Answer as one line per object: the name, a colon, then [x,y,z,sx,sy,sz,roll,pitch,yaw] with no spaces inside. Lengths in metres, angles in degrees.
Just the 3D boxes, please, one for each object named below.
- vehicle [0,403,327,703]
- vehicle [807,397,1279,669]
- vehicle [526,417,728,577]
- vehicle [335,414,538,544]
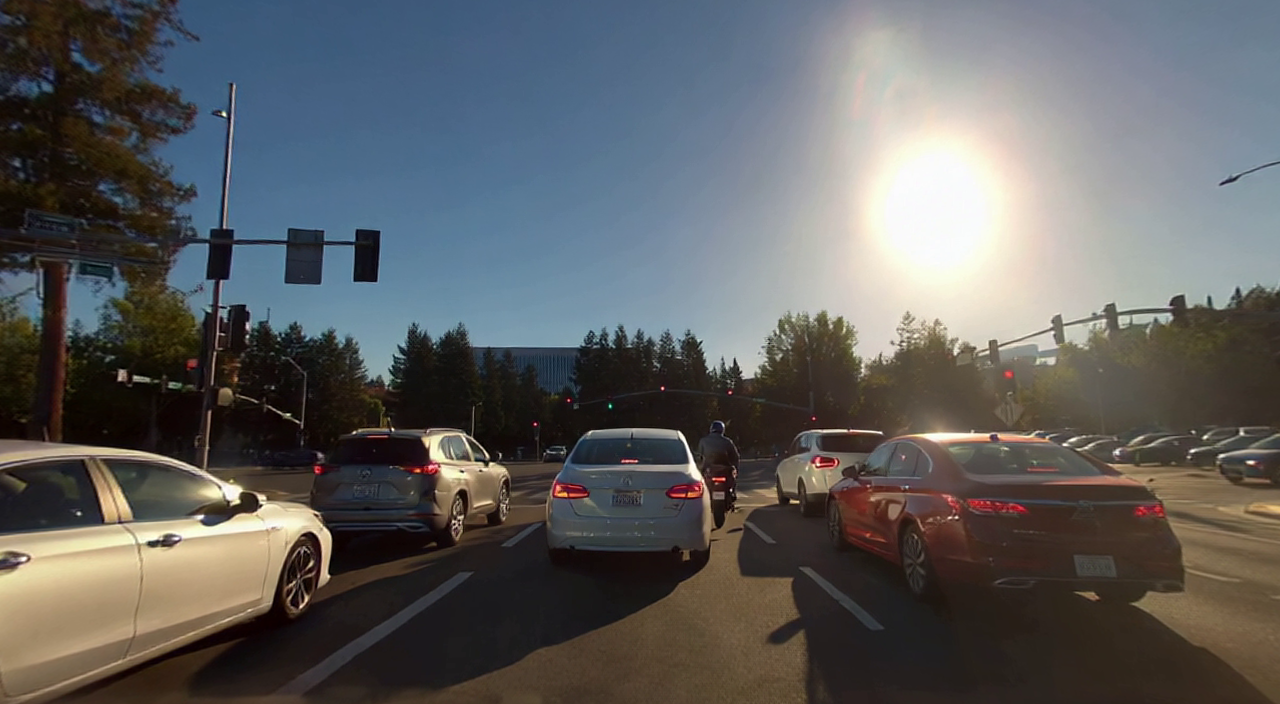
vehicle: [-3.350,0.945,2.358,1.863,1.495,4.667,0,-8,2]
vehicle: [3.236,1.444,6.194,2.006,1.659,4.462,0,-8,1]
vehicle: [-0.102,1.801,8.550,2.106,1.655,3.717,0,-8,1]
vehicle: [-3.225,2.111,11.155,2.048,1.805,4.405,0,-8,1]
